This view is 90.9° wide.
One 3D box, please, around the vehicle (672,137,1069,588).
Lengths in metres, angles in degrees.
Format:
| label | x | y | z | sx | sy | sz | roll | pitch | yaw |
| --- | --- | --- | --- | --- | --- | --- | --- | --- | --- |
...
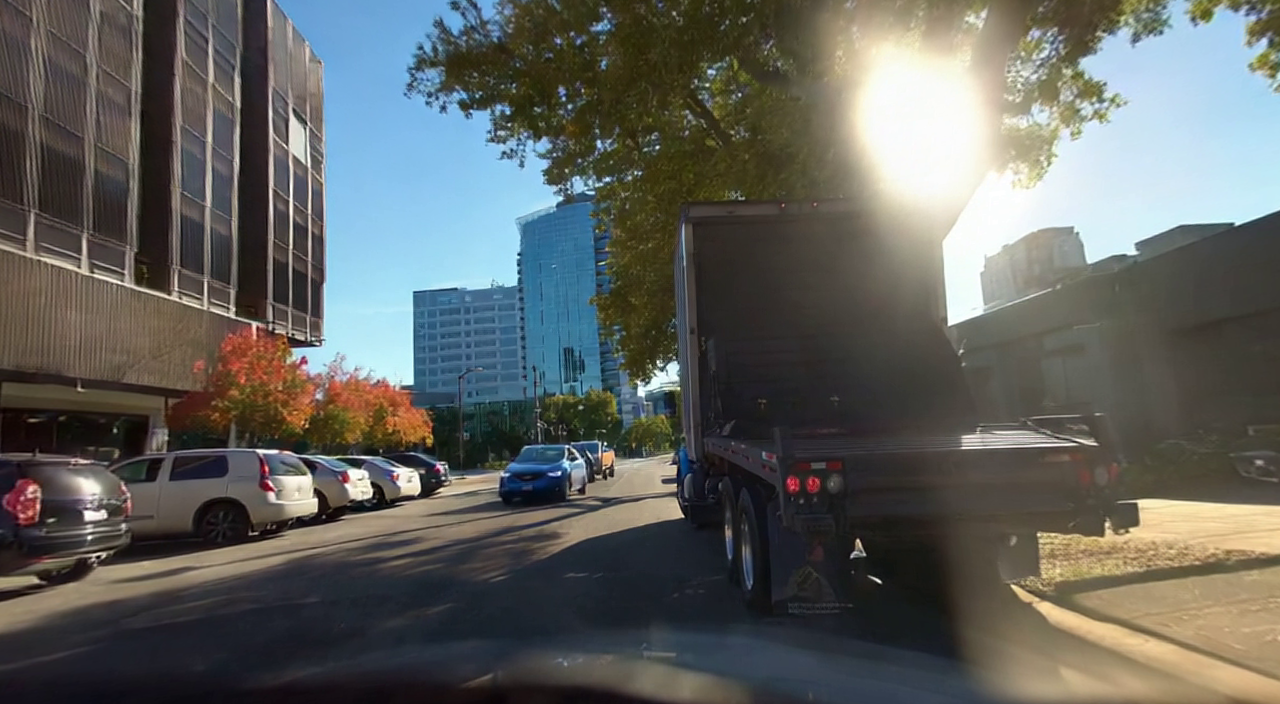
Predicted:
| label | x | y | z | sx | sy | sz | roll | pitch | yaw |
| --- | --- | --- | --- | --- | --- | --- | --- | --- | --- |
| vehicle | 2.543 | 0.841 | 11.443 | 3.320 | 4.034 | 11.553 | -1 | -8 | 6 |

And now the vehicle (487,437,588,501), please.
| label | x | y | z | sx | sy | sz | roll | pitch | yaw |
| --- | --- | --- | --- | --- | --- | --- | --- | --- | --- |
| vehicle | -2.700 | 3.193 | 17.731 | 2.183 | 1.563 | 4.257 | 0 | -8 | -1 |

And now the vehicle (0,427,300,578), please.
| label | x | y | z | sx | sy | sz | roll | pitch | yaw |
| --- | --- | --- | --- | --- | --- | --- | --- | --- | --- |
| vehicle | -8.118 | 2.082 | 9.272 | 5.022 | 1.872 | 2.137 | 7 | -11 | -40 |
